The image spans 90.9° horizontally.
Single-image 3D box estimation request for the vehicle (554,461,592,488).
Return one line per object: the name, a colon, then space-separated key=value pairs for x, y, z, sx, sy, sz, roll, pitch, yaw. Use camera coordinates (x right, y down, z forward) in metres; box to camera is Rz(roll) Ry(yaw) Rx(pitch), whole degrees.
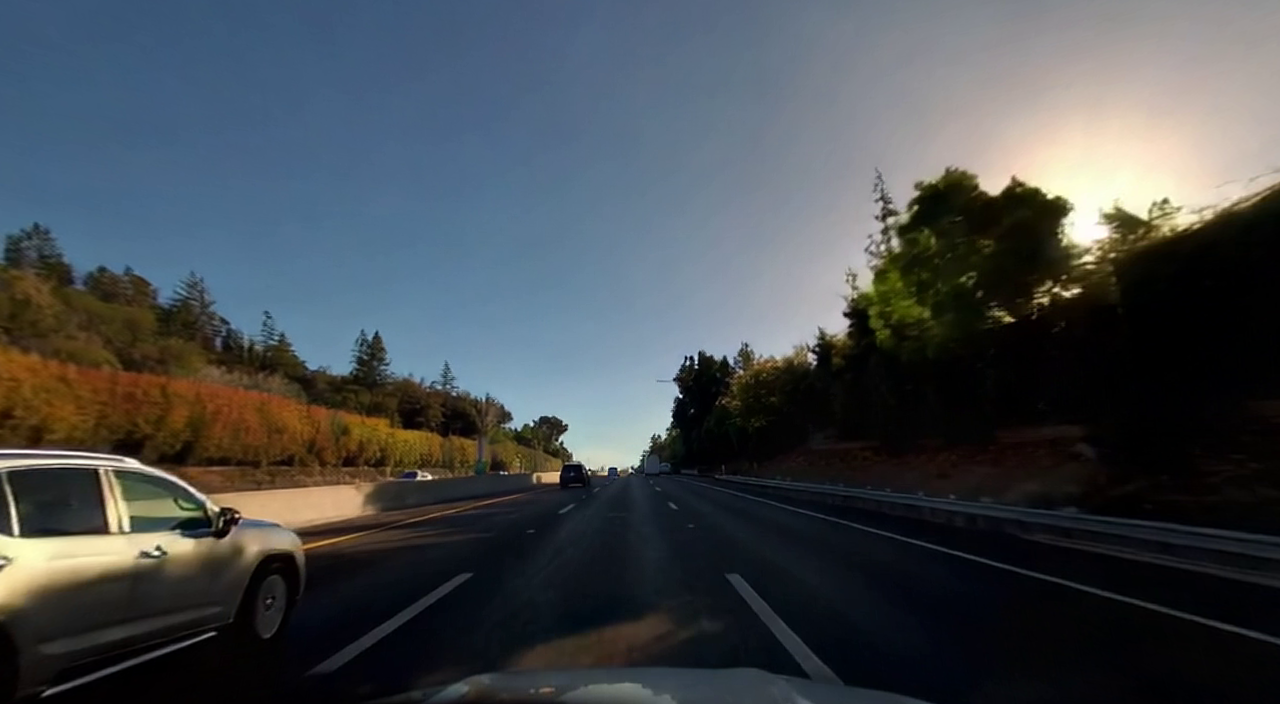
vehicle: x=-4.584 y=8.481 z=43.839 sx=2.178 sy=1.736 sz=4.847 roll=1 pitch=-10 yaw=0
